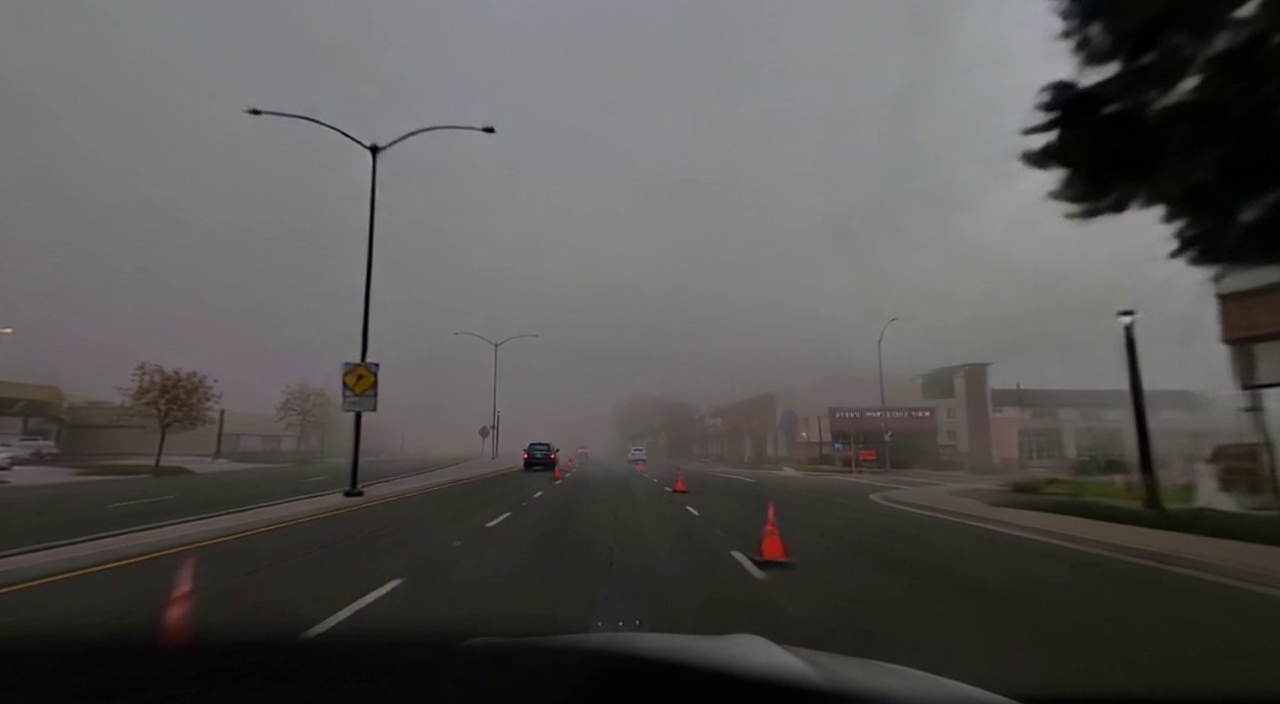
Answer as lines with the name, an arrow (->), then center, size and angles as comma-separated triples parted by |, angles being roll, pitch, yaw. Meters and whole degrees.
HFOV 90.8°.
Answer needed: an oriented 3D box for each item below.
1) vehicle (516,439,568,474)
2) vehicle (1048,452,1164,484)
vehicle -> -5.103, 5.489, 33.473 | 2.381, 1.721, 4.186 | 0, -9, -4
vehicle -> 25.168, 6.262, 34.193 | 4.906, 1.447, 2.076 | 1, -5, -8
